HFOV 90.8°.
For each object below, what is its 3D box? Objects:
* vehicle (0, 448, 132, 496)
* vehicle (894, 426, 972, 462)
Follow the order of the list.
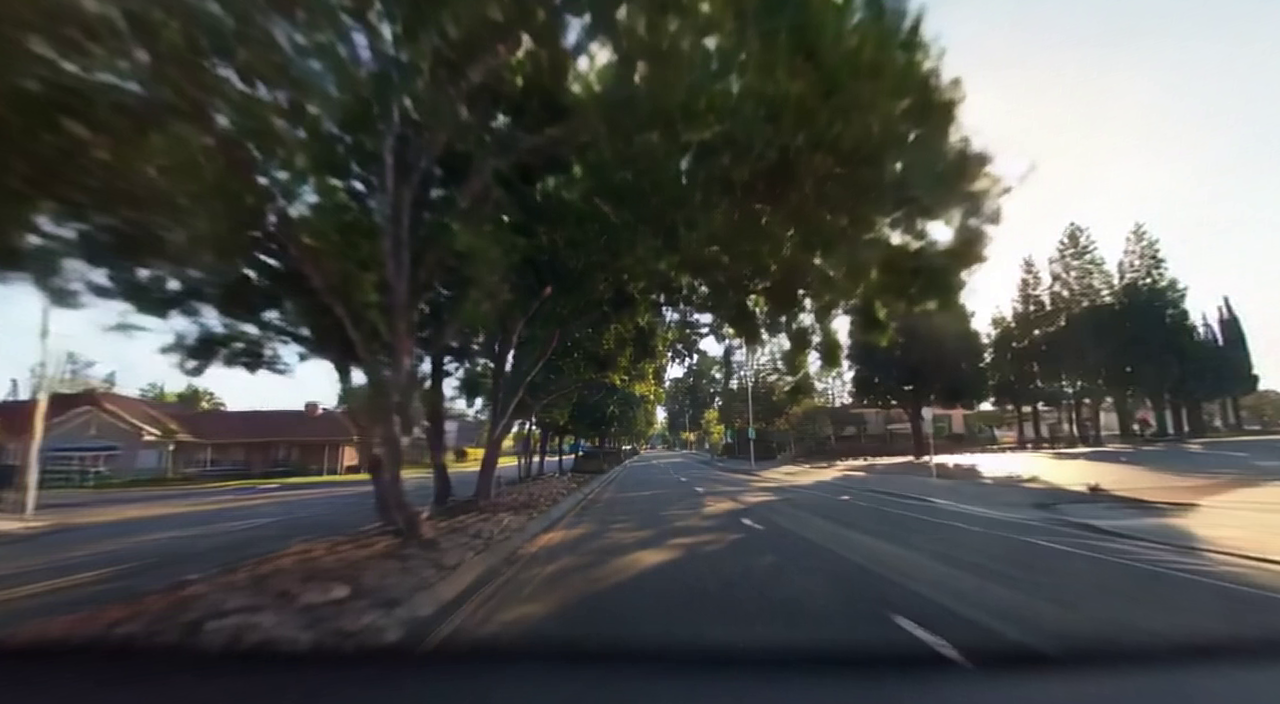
[{"bbox_3d":[-30.654,6.236,33.105,5.937,2.345,2.252,0,-9,-1],"label":"vehicle"},{"bbox_3d":[17.344,5.442,37.711,2.314,1.921,5.069,-1,-7,2],"label":"vehicle"}]
